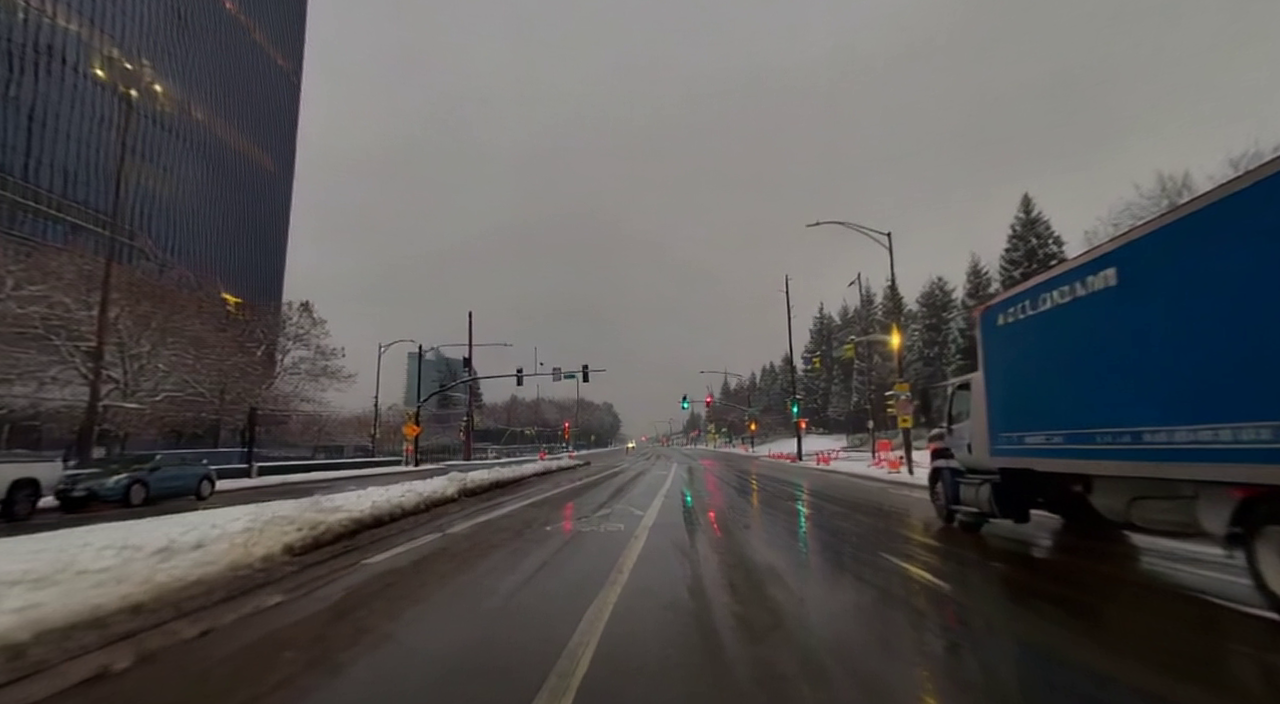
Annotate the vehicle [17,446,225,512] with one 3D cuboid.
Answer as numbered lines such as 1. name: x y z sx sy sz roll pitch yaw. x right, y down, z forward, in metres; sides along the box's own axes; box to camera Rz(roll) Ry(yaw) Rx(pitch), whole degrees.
1. vehicle: -15.161 3.687 18.957 1.925 1.665 4.893 0 -8 2

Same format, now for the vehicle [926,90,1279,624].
1. vehicle: 6.388 0.230 5.939 3.176 3.913 9.805 0 -8 3
